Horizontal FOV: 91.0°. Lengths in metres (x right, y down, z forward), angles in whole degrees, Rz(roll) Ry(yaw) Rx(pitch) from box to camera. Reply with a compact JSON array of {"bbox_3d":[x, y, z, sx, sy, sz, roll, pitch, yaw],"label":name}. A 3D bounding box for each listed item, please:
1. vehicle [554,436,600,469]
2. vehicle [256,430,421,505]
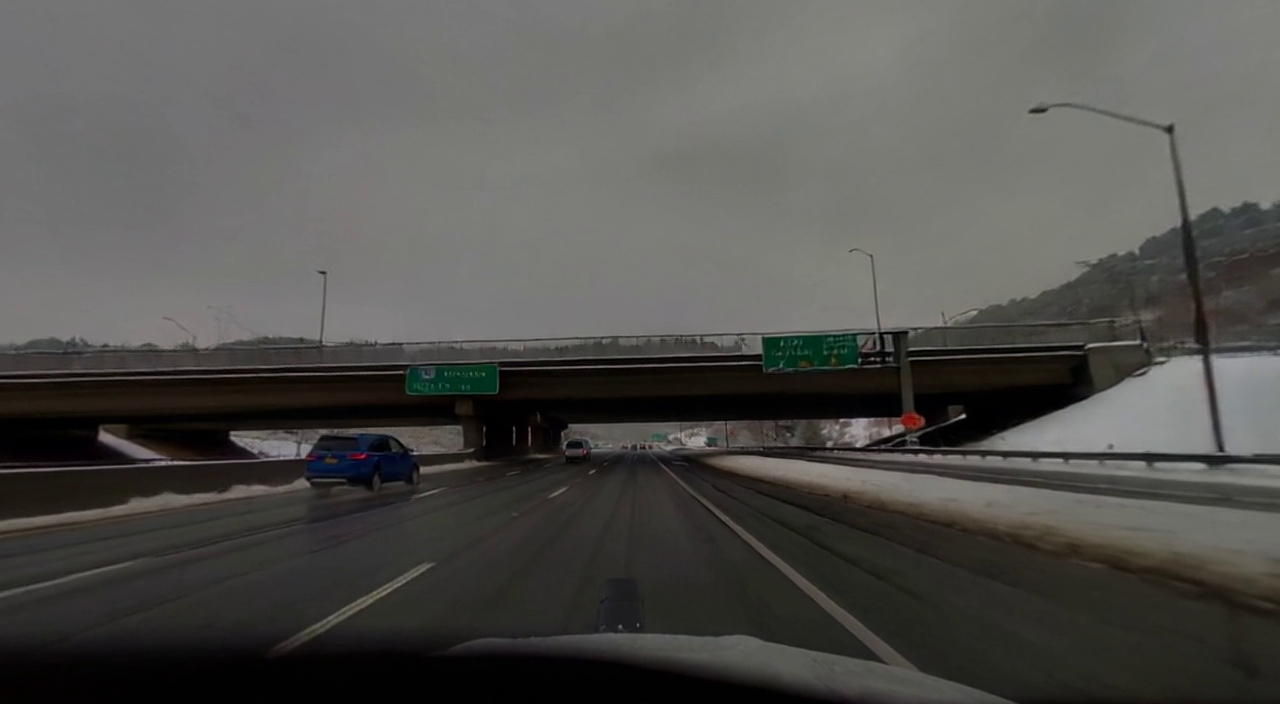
[{"bbox_3d":[-3.694,6.028,37.841,2.144,1.847,4.850,0,-8,1],"label":"vehicle"},{"bbox_3d":[-7.766,3.016,16.886,2.092,1.712,4.627,0,-8,0],"label":"vehicle"}]
